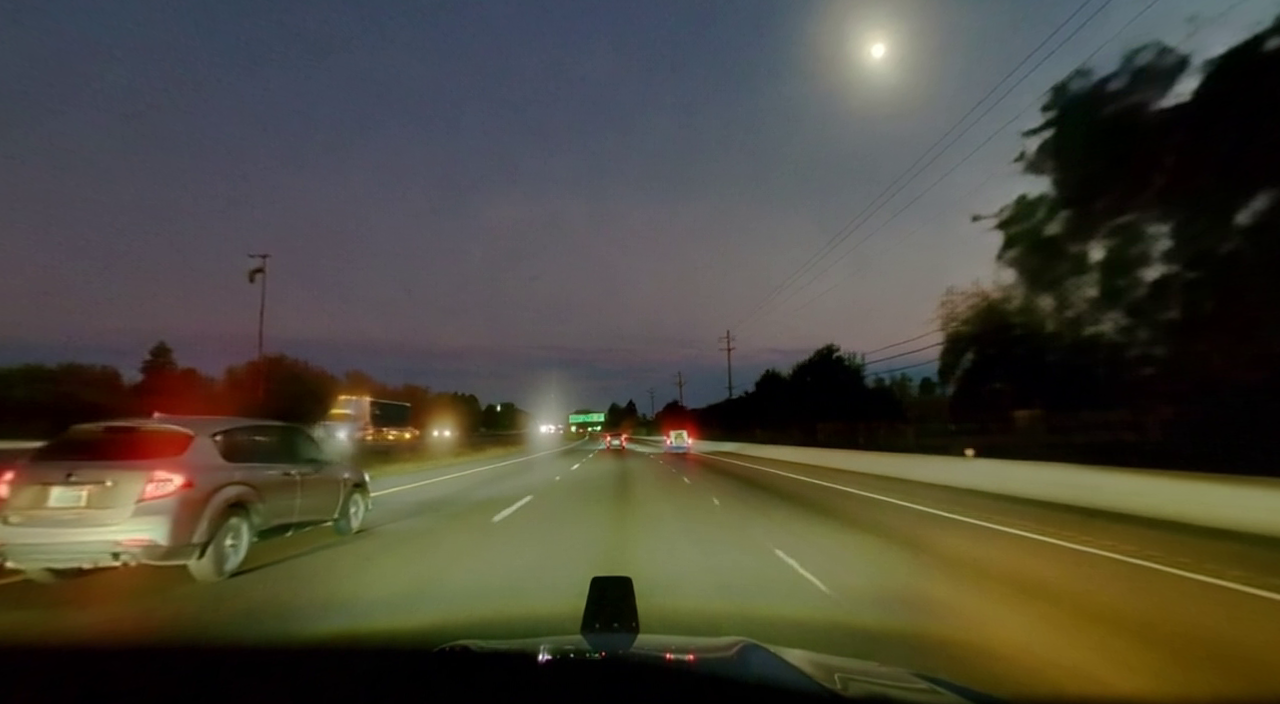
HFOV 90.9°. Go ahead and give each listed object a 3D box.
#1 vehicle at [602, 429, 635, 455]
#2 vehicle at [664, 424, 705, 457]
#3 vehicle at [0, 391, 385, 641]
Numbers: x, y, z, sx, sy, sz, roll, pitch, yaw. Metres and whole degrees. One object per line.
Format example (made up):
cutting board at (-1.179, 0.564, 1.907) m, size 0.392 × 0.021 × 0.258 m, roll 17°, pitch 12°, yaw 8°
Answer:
vehicle at (-1.477, 6.101, 42.986) m, size 2.159 × 1.690 × 3.720 m, roll 0°, pitch -7°, yaw -3°
vehicle at (2.659, 5.375, 38.269) m, size 1.976 × 1.905 × 3.263 m, roll 1°, pitch -7°, yaw -5°
vehicle at (-4.344, 1.305, 6.122) m, size 2.100 × 1.590 × 4.077 m, roll 0°, pitch -7°, yaw -1°
